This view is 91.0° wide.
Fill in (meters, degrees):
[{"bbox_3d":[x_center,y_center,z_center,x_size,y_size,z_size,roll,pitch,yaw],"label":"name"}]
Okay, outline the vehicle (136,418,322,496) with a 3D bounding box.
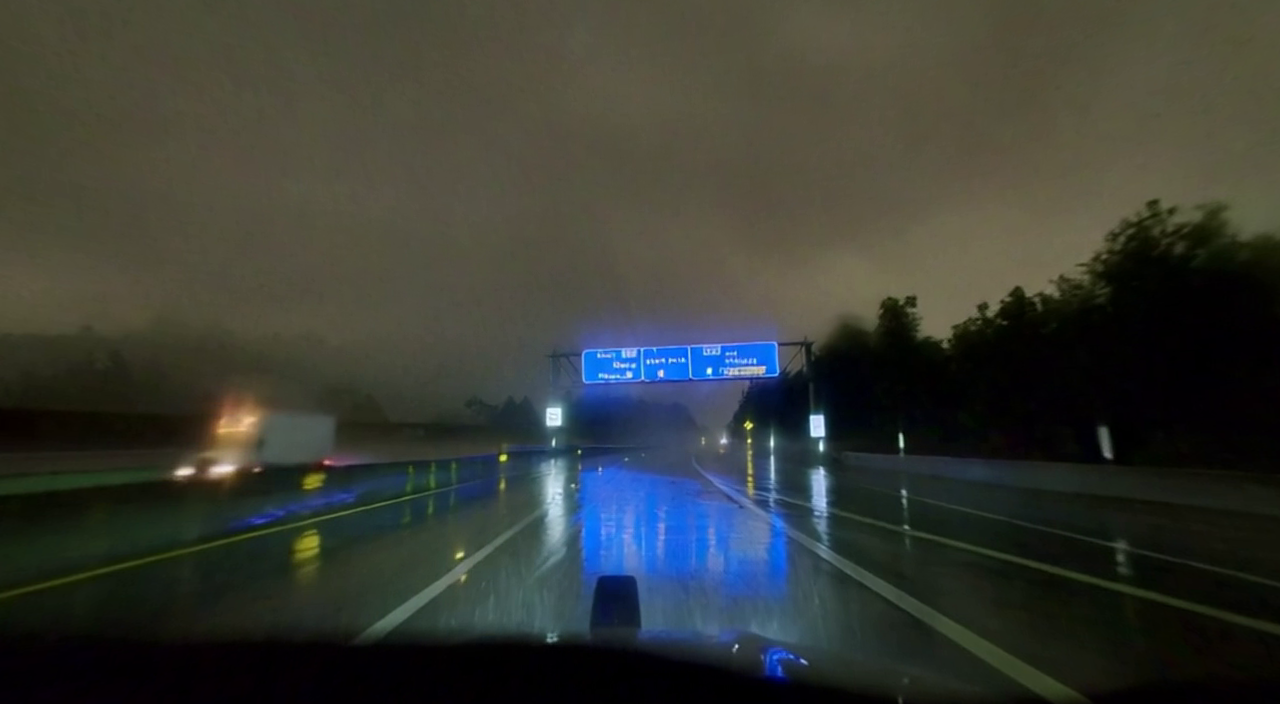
[{"bbox_3d":[-12.419,3.199,19.604,2.174,2.049,5.156,-1,-8,2],"label":"vehicle"}]
